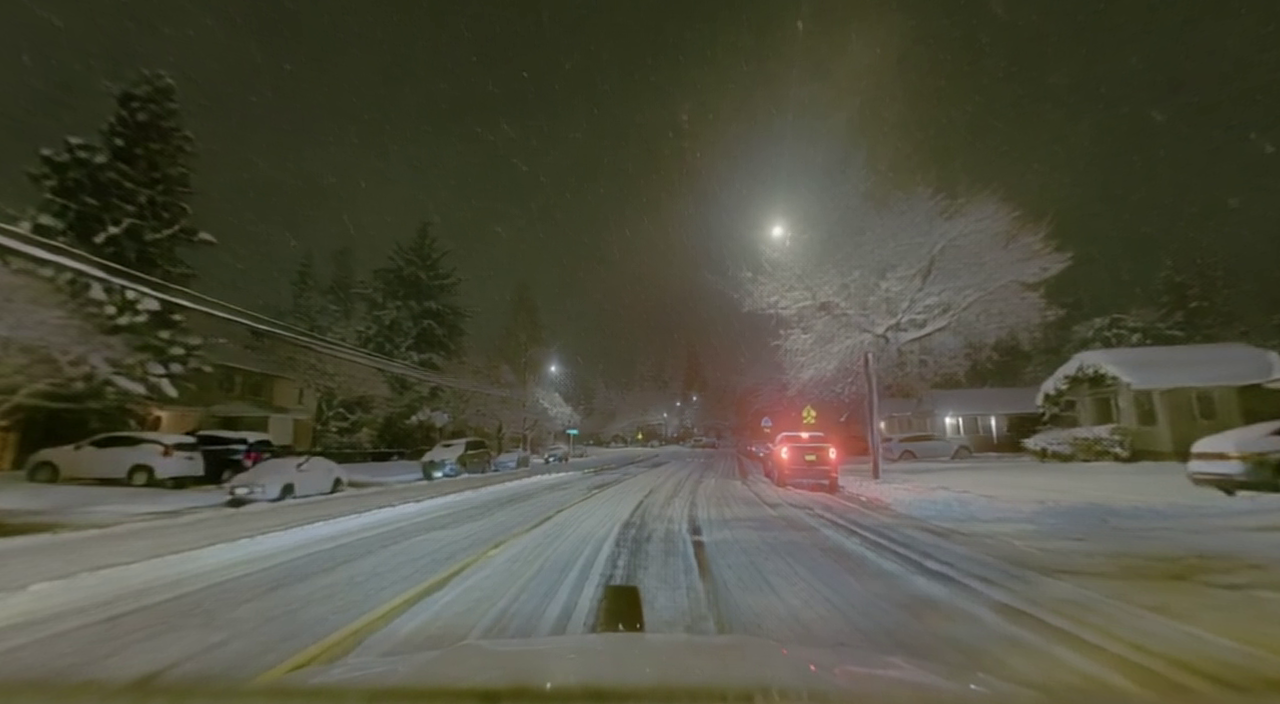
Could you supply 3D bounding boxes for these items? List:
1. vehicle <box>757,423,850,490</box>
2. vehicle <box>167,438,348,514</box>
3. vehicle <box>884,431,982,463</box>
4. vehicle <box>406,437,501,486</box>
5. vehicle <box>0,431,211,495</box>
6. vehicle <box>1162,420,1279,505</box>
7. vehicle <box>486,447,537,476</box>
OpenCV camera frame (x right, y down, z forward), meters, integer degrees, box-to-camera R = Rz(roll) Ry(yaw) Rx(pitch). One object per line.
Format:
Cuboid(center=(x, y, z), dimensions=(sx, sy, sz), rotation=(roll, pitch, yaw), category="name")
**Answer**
Cuboid(center=(5.949, 3.890, 23.868), dimensions=(2.574, 2.156, 6.672), rotation=(-2, -8, 8), category="vehicle")
Cuboid(center=(-10.710, 3.475, 18.162), dimensions=(2.105, 1.776, 4.657), rotation=(-4, -9, 4), category="vehicle")
Cuboid(center=(16.827, 5.498, 36.408), dimensions=(4.637, 1.661, 2.158), rotation=(-3, -8, 11), category="vehicle")
Cuboid(center=(-8.980, 5.319, 30.912), dimensions=(2.450, 1.998, 5.367), rotation=(-6, -9, 7), category="vehicle")
Cuboid(center=(-17.276, 3.551, 20.443), dimensions=(5.192, 1.915, 2.200), rotation=(-1, -8, 6), category="vehicle")
Cuboid(center=(13.744, 2.119, 12.420), dimensions=(4.810, 1.550, 2.018), rotation=(-2, -8, 9), category="vehicle")
Cuboid(center=(-7.854, 6.706, 38.866), dimensions=(1.967, 1.488, 4.216), rotation=(-6, -9, 3), category="vehicle")
